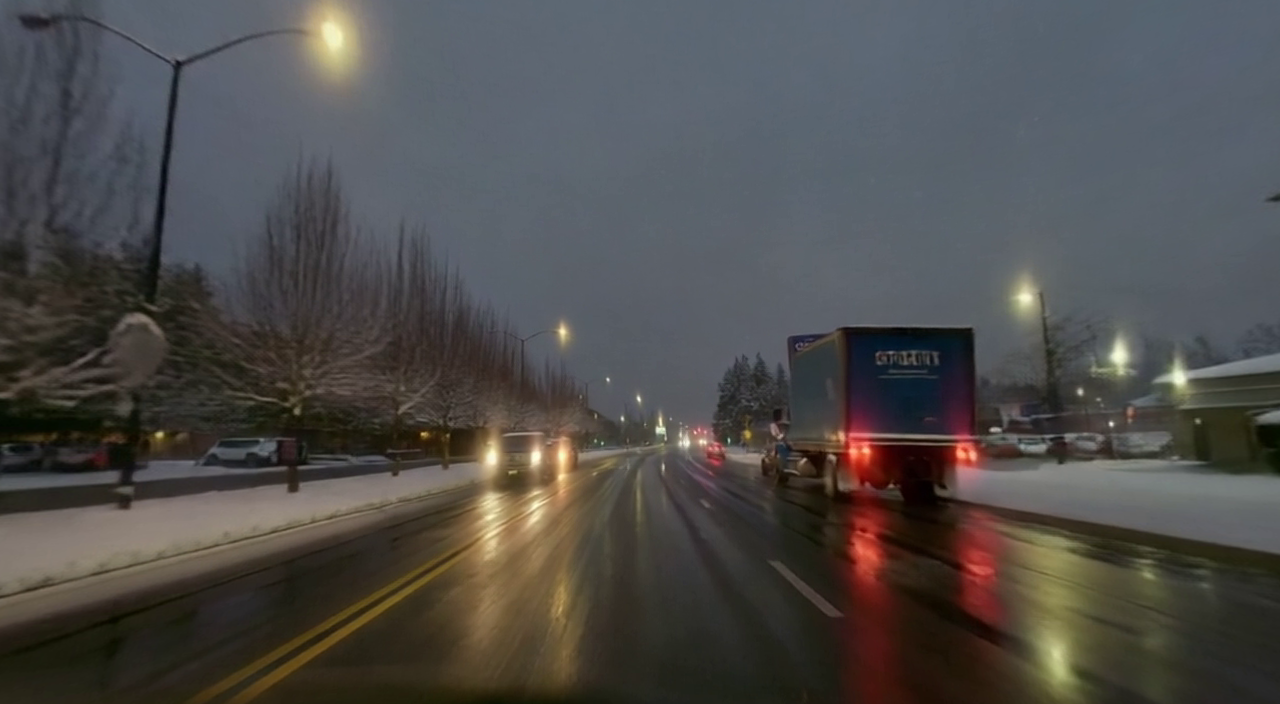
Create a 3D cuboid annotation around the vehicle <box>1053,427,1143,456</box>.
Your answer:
[{"bbox_3d":[30.164,5.925,41.720,4.346,1.772,1.955,0,-10,-1],"label":"vehicle"}]

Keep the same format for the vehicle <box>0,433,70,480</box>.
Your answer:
[{"bbox_3d":[-36.397,6.184,37.587,5.674,2.586,2.268,-6,-10,35],"label":"vehicle"}]

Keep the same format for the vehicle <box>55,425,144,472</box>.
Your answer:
[{"bbox_3d":[-34.722,6.278,40.537,6.078,2.726,2.294,-7,-12,31],"label":"vehicle"}]

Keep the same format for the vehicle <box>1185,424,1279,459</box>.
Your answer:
[{"bbox_3d":[29.948,4.411,31.105,4.274,1.607,2.107,0,-9,-1],"label":"vehicle"}]

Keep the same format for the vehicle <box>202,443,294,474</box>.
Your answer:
[{"bbox_3d":[-28.603,7.820,46.196,5.368,2.121,1.960,8,-14,-36],"label":"vehicle"}]

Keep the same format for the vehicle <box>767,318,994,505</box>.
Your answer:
[{"bbox_3d":[6.117,1.914,18.266,2.981,4.106,8.794,0,-9,0],"label":"vehicle"}]

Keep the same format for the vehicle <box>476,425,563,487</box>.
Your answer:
[{"bbox_3d":[-4.380,3.915,24.102,2.270,2.068,5.865,0,-9,-1],"label":"vehicle"}]
